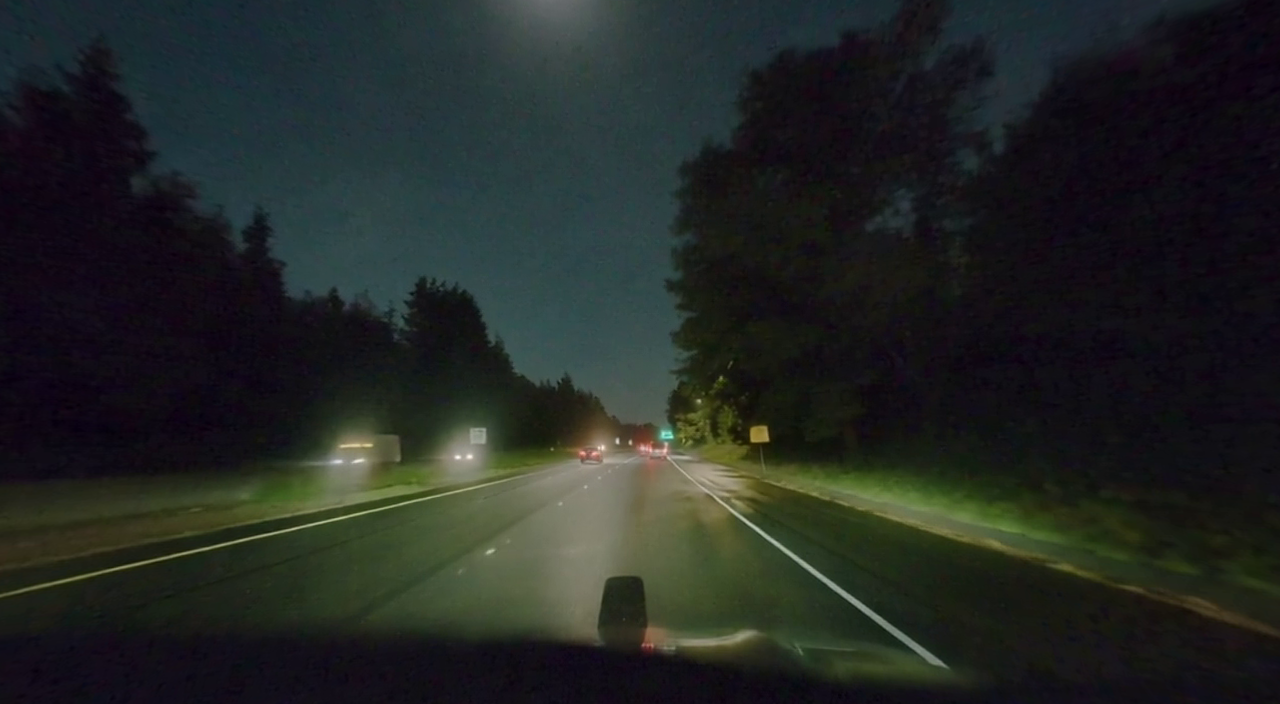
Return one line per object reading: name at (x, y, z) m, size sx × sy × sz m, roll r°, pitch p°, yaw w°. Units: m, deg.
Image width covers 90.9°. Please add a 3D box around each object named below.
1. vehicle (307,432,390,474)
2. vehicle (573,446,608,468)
vehicle at (-17.235, 5.995, 37.614) m, size 2.385 × 2.325 × 5.106 m, roll 0°, pitch -9°, yaw 1°
vehicle at (-3.432, 7.332, 44.078) m, size 2.033 × 1.449 × 3.957 m, roll 0°, pitch -9°, yaw 1°
